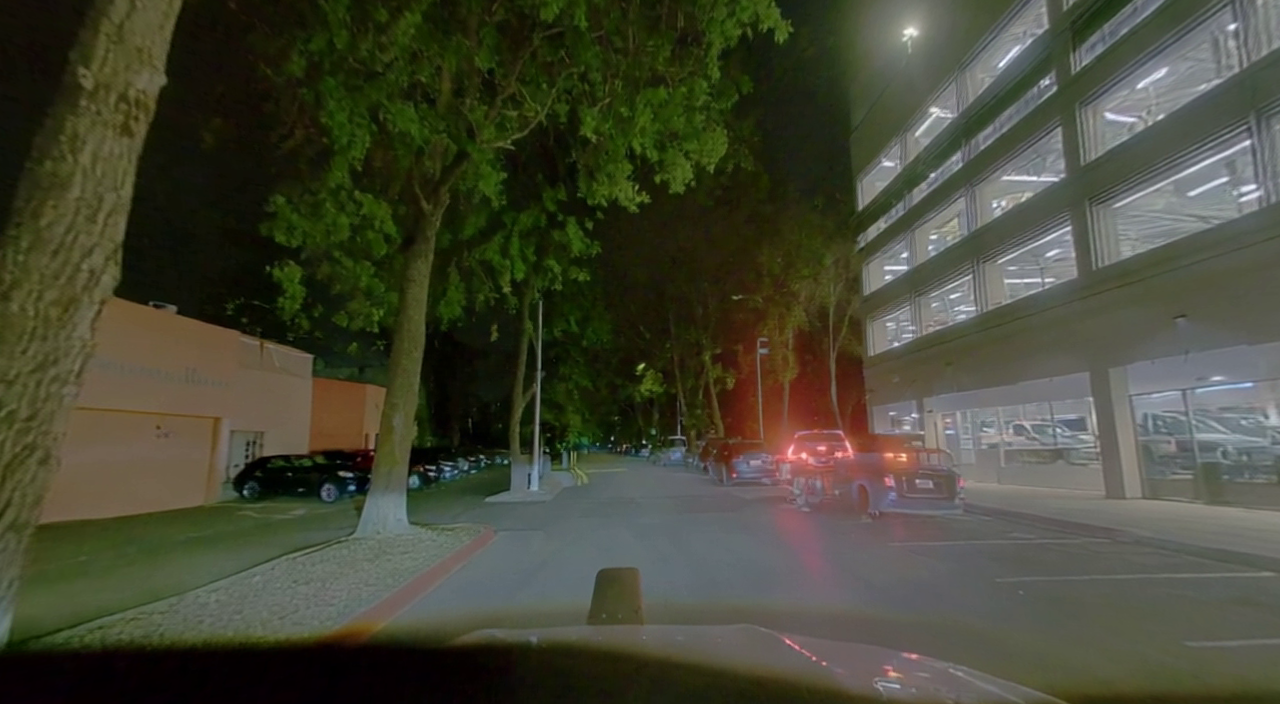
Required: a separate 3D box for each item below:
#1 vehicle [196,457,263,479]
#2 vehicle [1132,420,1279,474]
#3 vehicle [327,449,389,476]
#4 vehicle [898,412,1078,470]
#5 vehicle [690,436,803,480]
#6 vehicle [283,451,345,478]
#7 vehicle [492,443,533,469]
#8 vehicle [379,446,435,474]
[{"bbox_3d":[-29.402,8.309,45.458,1.849,1.444,4.533,0,-9,-2],"label":"vehicle"},{"bbox_3d":[25.110,4.107,27.528,5.596,2.168,2.307,2,-7,-5],"label":"vehicle"},{"bbox_3d":[-17.900,7.025,40.324,1.850,1.531,4.256,0,-8,2],"label":"vehicle"},{"bbox_3d":[13.194,3.407,24.210,5.540,2.045,2.259,0,-8,-3],"label":"vehicle"},{"bbox_3d":[4.546,4.459,26.885,4.626,1.723,1.939,5,-10,-33],"label":"vehicle"},{"bbox_3d":[-20.903,7.211,40.662,1.880,1.617,3.870,0,-8,0],"label":"vehicle"},{"bbox_3d":[-8.584,7.025,42.886,1.993,1.640,4.457,0,-8,-2],"label":"vehicle"},{"bbox_3d":[-15.057,6.954,41.062,1.888,1.657,4.138,-1,-8,3],"label":"vehicle"}]
